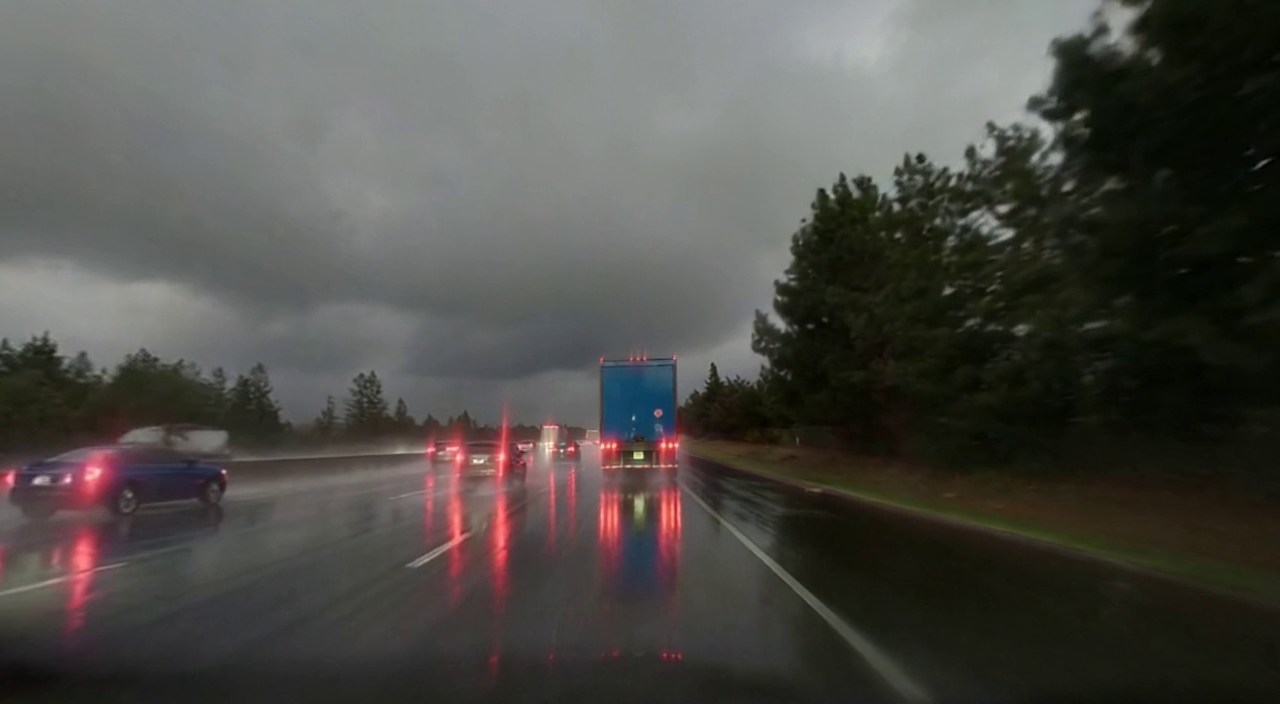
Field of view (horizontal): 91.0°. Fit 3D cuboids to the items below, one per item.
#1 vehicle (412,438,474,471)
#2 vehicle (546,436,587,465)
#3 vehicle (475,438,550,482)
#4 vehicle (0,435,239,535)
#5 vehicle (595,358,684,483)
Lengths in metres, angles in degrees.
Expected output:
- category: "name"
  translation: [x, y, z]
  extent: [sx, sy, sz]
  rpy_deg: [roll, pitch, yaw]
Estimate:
- category: "vehicle"
  translation: [-10.301, 5.389, 33.232]
  extent: [1.952, 1.590, 4.090]
  rpy_deg: [0, -8, 1]
- category: "vehicle"
  translation: [-4.605, 6.255, 40.102]
  extent: [2.158, 1.680, 4.087]
  rpy_deg: [0, -8, 0]
- category: "vehicle"
  translation: [-4.871, 4.180, 24.689]
  extent: [2.164, 1.582, 3.979]
  rpy_deg: [0, -8, -1]
- category: "vehicle"
  translation: [-10.055, 2.372, 11.988]
  extent: [1.899, 1.517, 4.554]
  rpy_deg: [0, -8, -1]
- category: "vehicle"
  translation: [-0.225, 3.008, 26.262]
  extent: [2.913, 4.113, 10.724]
  rpy_deg: [0, -8, -2]
